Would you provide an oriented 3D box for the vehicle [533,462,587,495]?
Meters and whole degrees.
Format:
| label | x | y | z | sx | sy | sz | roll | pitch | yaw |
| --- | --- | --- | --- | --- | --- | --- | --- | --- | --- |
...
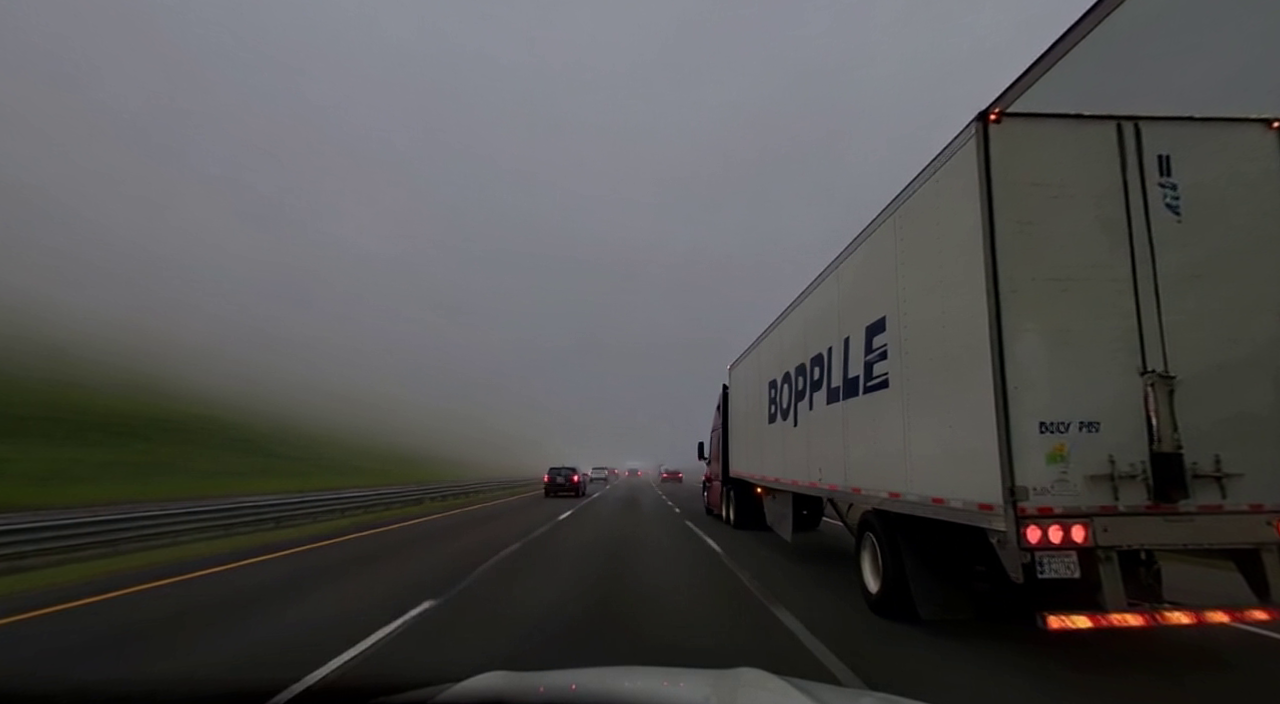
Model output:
| label | x | y | z | sx | sy | sz | roll | pitch | yaw |
| --- | --- | --- | --- | --- | --- | --- | --- | --- | --- |
| vehicle | -4.067 | 6.566 | 32.937 | 2.088 | 1.566 | 4.853 | 1 | -11 | 1 |

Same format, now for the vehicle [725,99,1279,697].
| label | x | y | z | sx | sy | sz | roll | pitch | yaw |
| --- | --- | --- | --- | --- | --- | --- | --- | --- | --- |
| vehicle | 3.905 | 1.423 | 11.196 | 2.839 | 4.062 | 14.051 | 1 | -10 | 0 |
